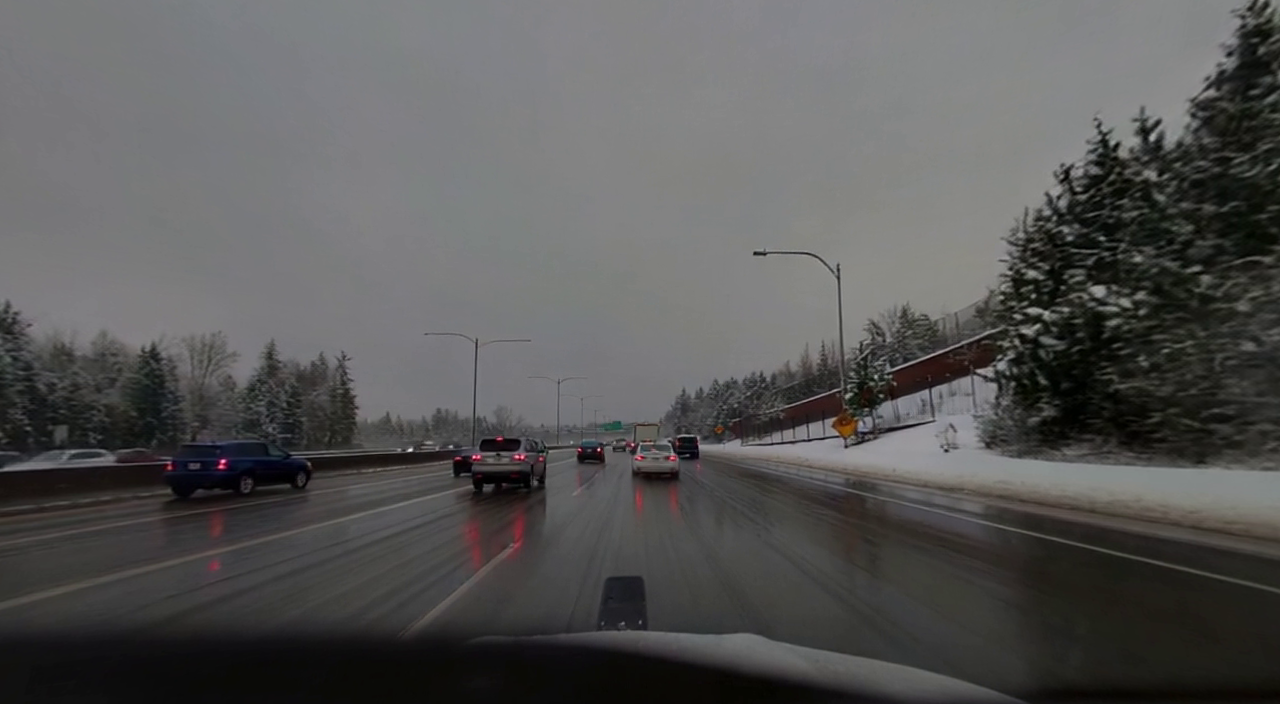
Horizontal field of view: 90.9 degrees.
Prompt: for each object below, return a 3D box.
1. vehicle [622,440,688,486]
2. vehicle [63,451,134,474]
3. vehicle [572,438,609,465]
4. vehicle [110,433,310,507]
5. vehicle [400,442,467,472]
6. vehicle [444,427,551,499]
[{"bbox_3d":[0.477,3.732,21.597,2.054,1.421,4.090,0,-8,0],"label":"vehicle"},{"bbox_3d":[-36.045,7.345,42.050,1.541,1.414,3.511,0,-8,1],"label":"vehicle"},{"bbox_3d":[-3.084,6.291,39.986,1.897,1.646,4.049,0,-8,1],"label":"vehicle"},{"bbox_3d":[-10.592,2.909,16.036,1.941,1.602,4.277,0,-8,2],"label":"vehicle"},{"bbox_3d":[-10.730,5.464,33.128,1.902,1.478,4.505,0,-8,1],"label":"vehicle"},{"bbox_3d":[-3.728,2.977,17.330,1.903,1.721,4.210,0,-8,1],"label":"vehicle"}]
